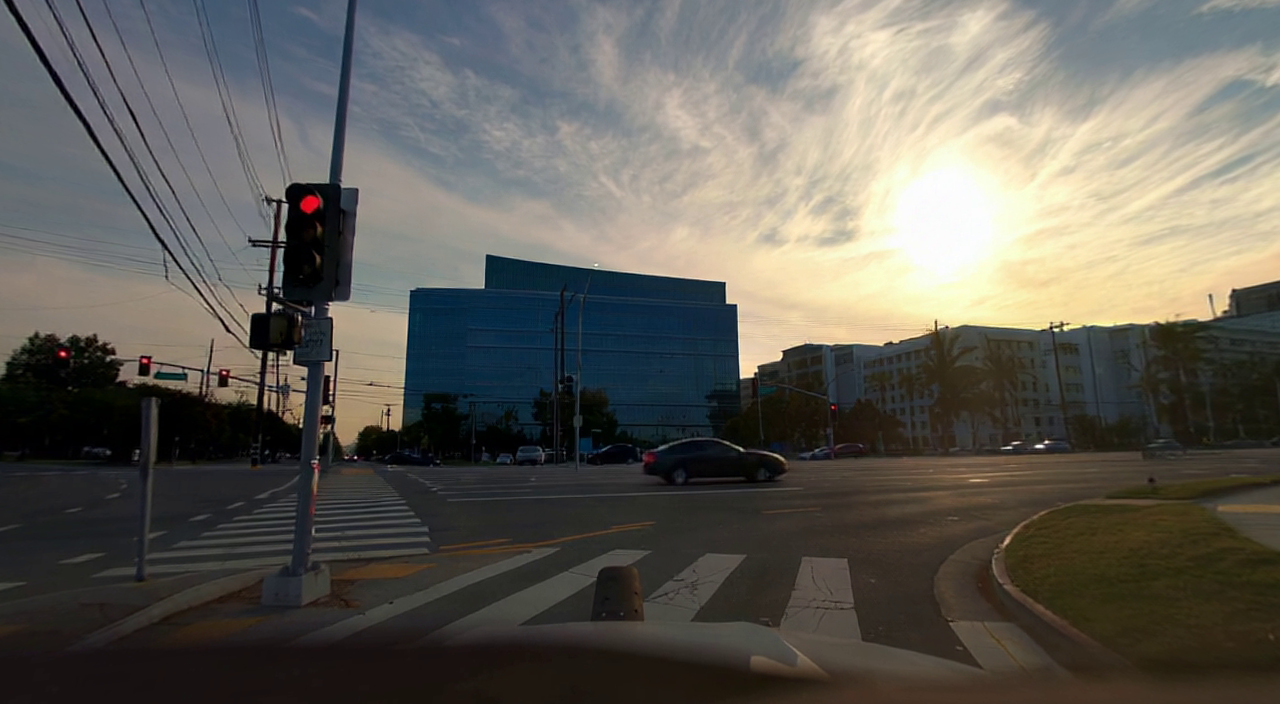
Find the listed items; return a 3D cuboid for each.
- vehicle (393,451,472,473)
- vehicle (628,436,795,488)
[{"bbox_3d":[-14.080,7.450,43.018,4.837,1.407,1.818,4,-9,-26],"label":"vehicle"},{"bbox_3d":[2.158,3.390,19.684,4.700,1.479,2.095,2,-9,-13],"label":"vehicle"}]
